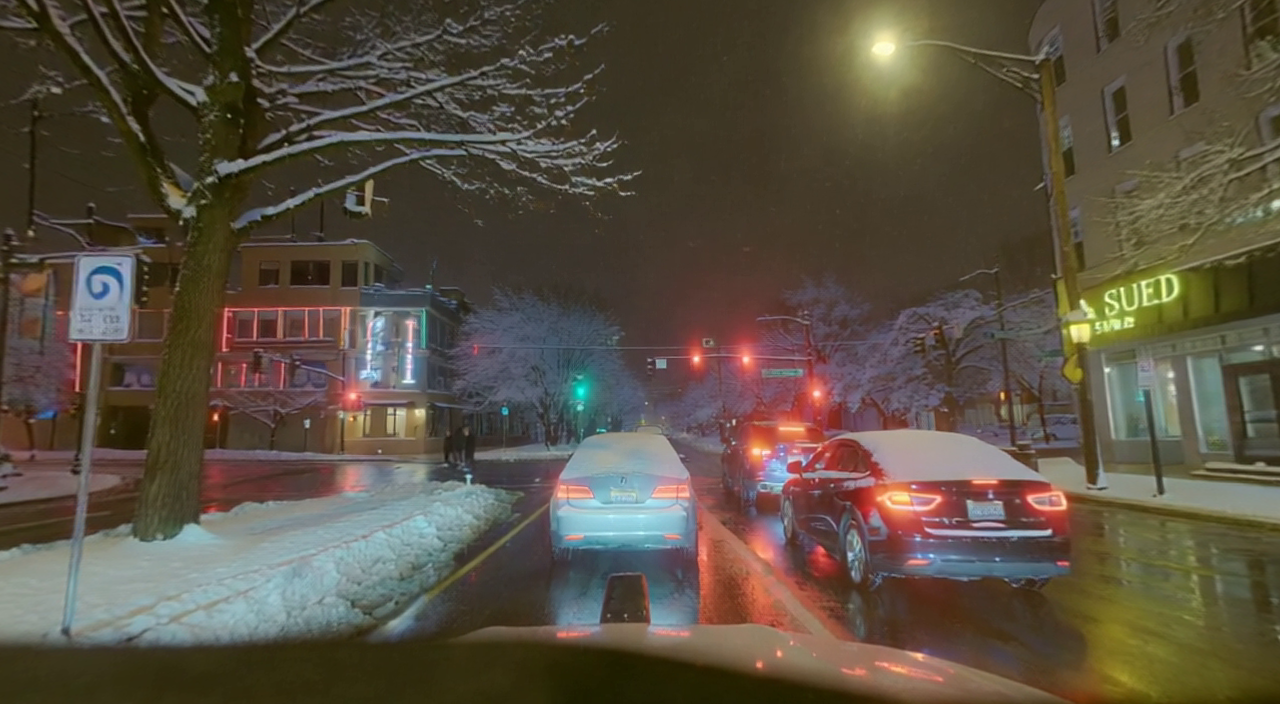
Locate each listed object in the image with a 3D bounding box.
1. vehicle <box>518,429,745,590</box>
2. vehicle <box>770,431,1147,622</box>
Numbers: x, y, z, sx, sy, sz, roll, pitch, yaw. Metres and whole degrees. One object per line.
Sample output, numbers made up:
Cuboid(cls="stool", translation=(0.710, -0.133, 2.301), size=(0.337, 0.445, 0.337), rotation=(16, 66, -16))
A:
Cuboid(cls="vehicle", translation=(-0.101, 1.760, 7.944), size=(2.087, 1.456, 4.143), rotation=(0, -8, -1))
Cuboid(cls="vehicle", translation=(2.909, 1.658, 7.051), size=(1.893, 1.446, 4.270), rotation=(0, -8, -1))
